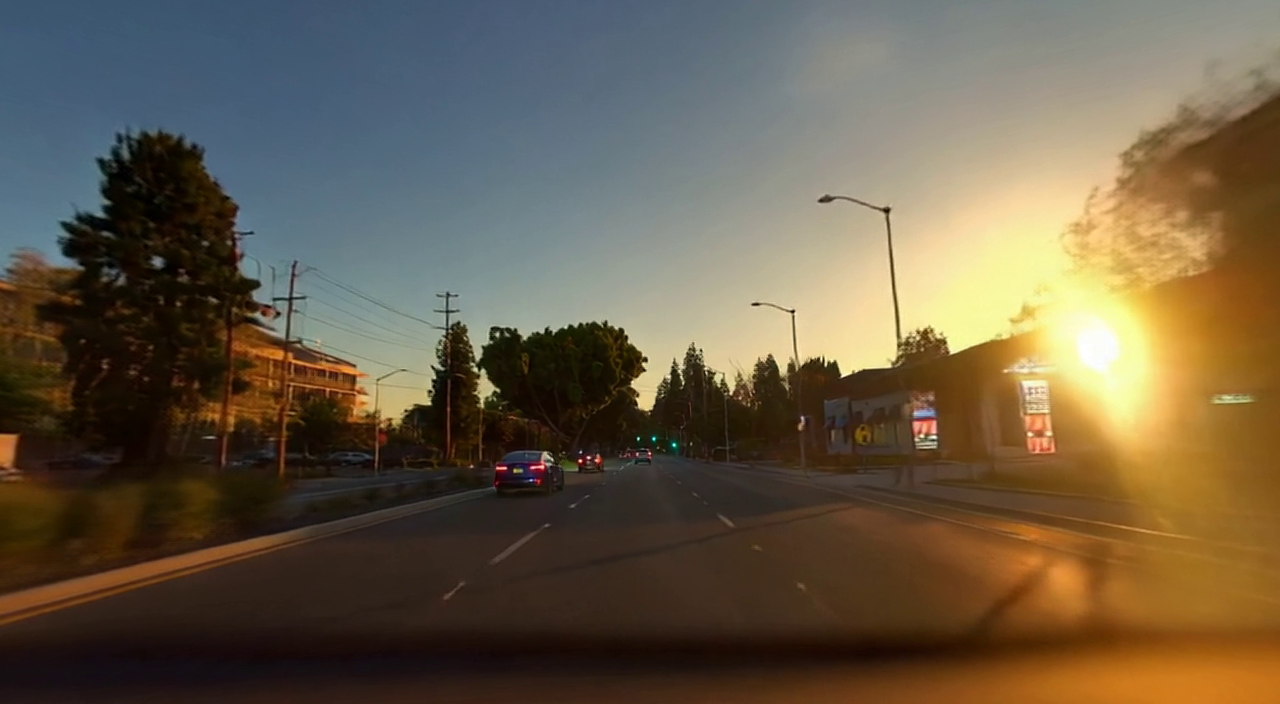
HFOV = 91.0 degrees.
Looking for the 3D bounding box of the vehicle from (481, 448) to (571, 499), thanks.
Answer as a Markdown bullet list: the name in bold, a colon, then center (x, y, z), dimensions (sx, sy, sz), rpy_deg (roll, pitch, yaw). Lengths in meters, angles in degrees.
- **vehicle**: center (-3.557, 3.865, 20.493), dimensions (2.076, 1.444, 4.328), rpy_deg (0, -9, 1)
